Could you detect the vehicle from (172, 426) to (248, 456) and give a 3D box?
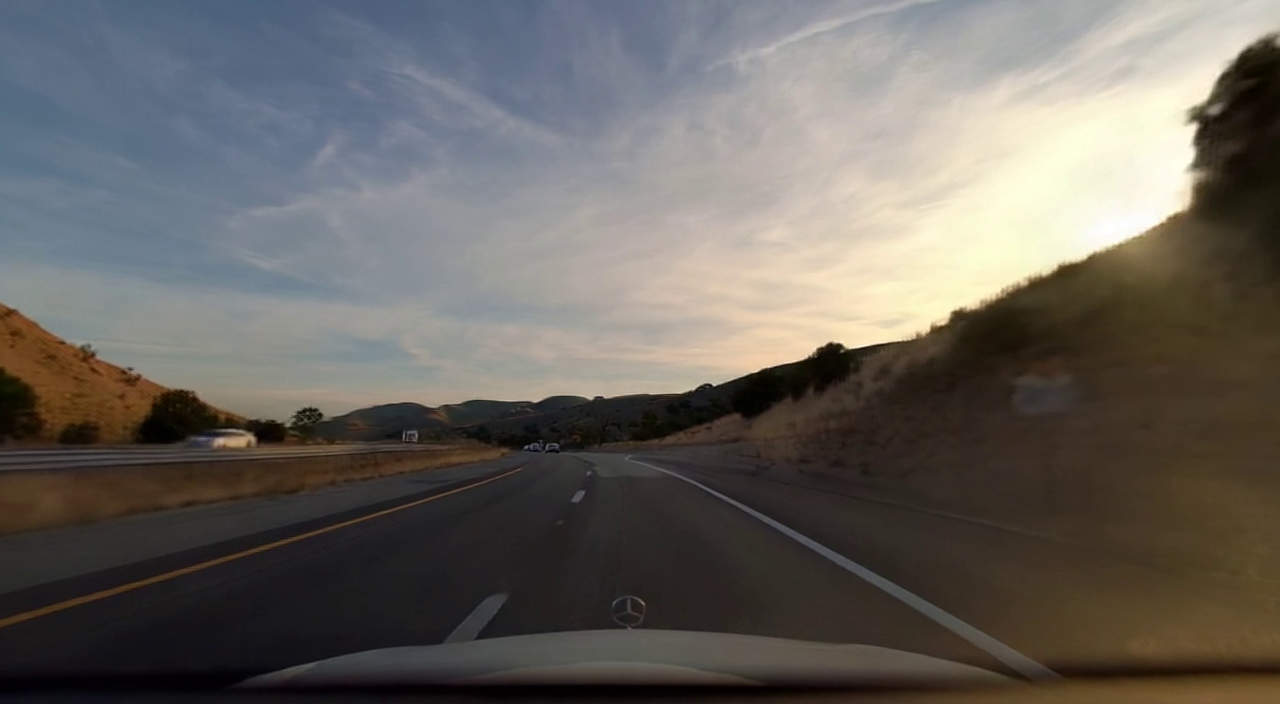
[{"bbox_3d":[-26.295,5.480,38.701,1.972,1.734,4.366,1,-9,-7],"label":"vehicle"}]
